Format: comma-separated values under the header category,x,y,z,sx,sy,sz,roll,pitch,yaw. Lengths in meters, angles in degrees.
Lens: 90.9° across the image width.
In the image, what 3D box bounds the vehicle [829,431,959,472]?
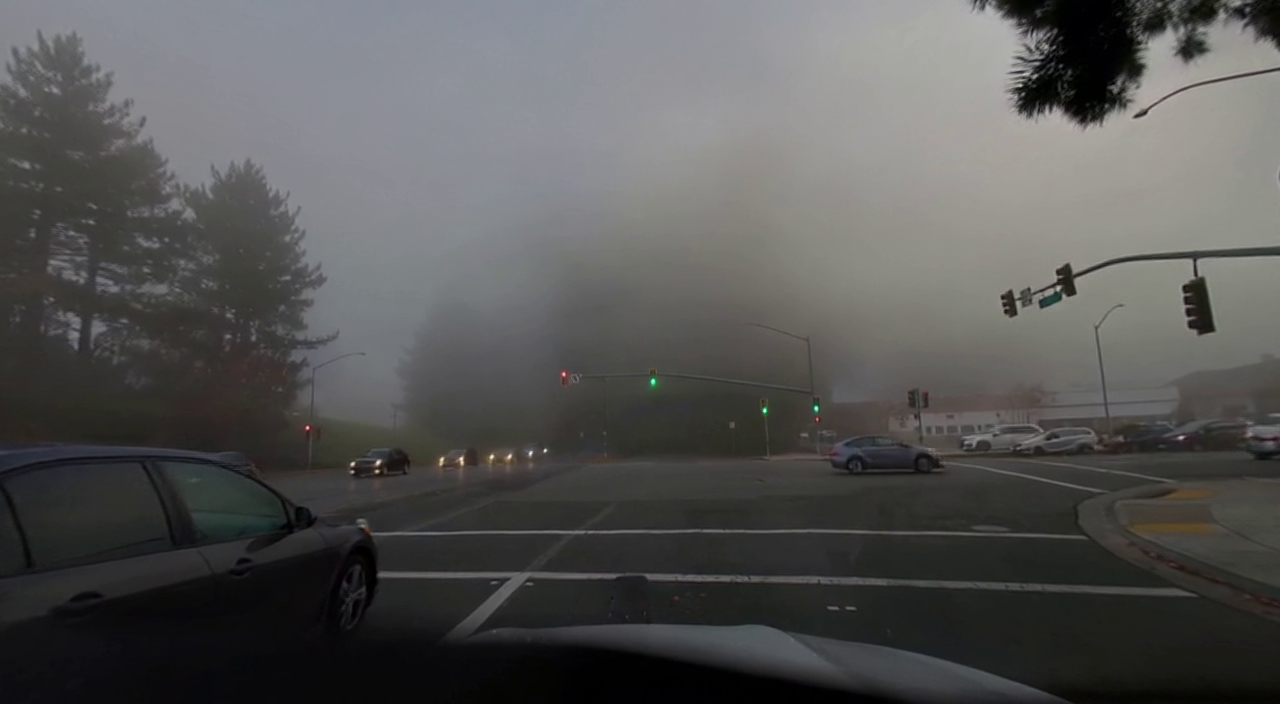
category,x,y,z,sx,sy,sz,roll,pitch,yaw
vehicle,9.546,3.774,24.053,4.364,1.450,1.841,-3,-9,17

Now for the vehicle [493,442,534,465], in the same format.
category,x,y,z,sx,sy,sz,roll,pitch,yaw
vehicle,-9.707,7.833,48.784,1.905,1.724,4.449,-1,-8,5

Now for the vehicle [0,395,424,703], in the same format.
category,x,y,z,sx,sy,sz,roll,pitch,yaw
vehicle,-2.935,1.069,3.195,1.924,1.482,4.734,0,-8,1

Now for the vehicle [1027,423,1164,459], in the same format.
category,x,y,z,sx,sy,sz,roll,pitch,yaw
vehicle,19.940,3.918,27.727,4.552,1.492,2.002,0,-9,-4
